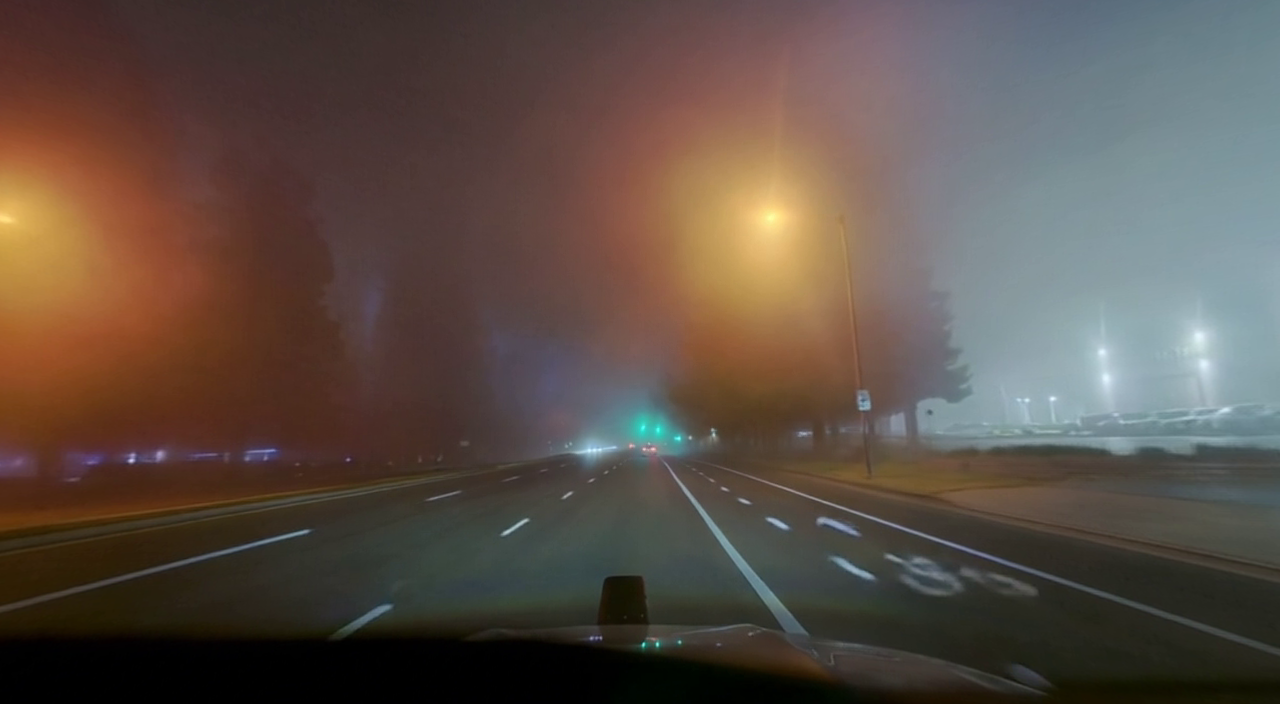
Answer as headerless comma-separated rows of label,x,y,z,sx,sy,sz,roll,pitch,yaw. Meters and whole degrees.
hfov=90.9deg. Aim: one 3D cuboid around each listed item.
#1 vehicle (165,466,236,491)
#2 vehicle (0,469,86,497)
vehicle,-29.753,8.556,42.784,1.773,1.468,4.176,0,-8,0
vehicle,-37.513,8.140,39.339,1.815,1.467,4.436,0,-8,0
